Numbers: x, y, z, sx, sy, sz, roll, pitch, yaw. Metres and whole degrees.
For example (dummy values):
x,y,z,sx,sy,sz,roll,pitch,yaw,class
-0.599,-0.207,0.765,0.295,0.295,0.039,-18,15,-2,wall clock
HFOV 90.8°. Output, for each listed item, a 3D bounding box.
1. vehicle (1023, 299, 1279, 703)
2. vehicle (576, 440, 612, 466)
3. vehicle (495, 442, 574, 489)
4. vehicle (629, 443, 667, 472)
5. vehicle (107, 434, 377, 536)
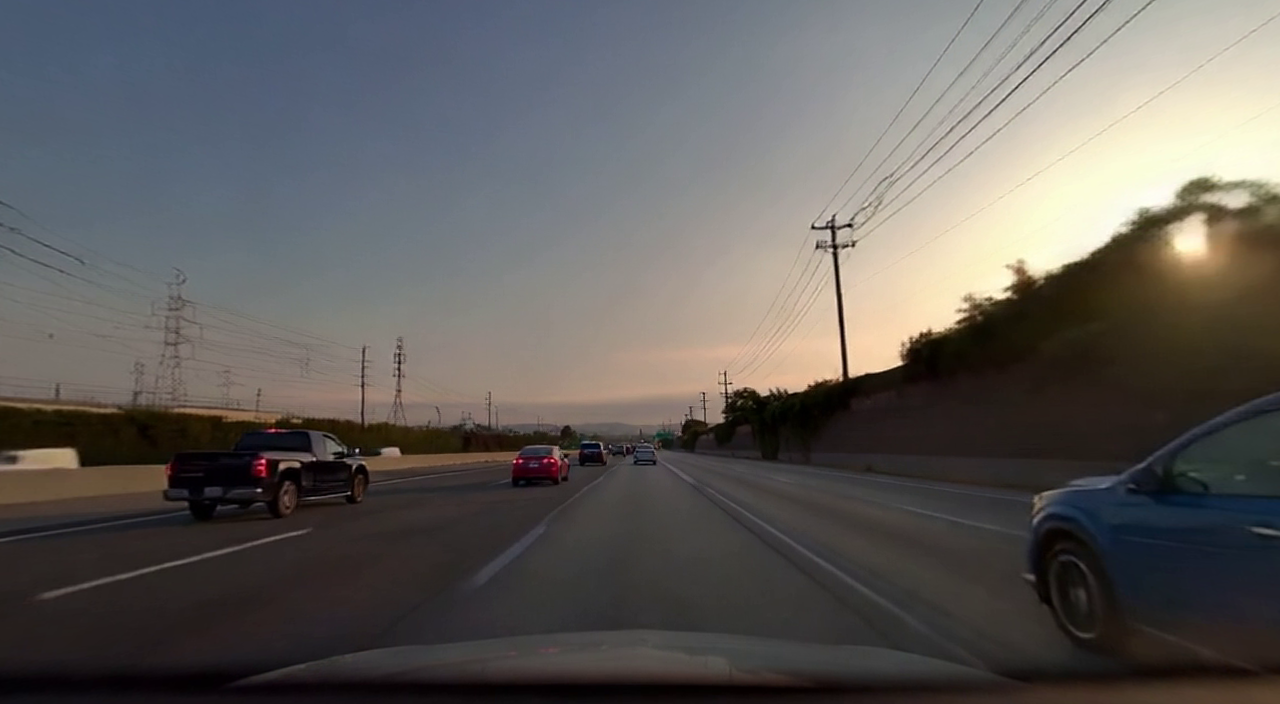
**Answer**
x,y,z,sx,sy,sz,roll,pitch,yaw,class
4.017,0.610,2.071,2.231,1.919,5.086,0,-8,-1,vehicle
-3.219,7.170,45.160,2.244,1.752,4.439,0,-8,1,vehicle
-3.499,3.836,21.686,1.938,1.444,4.206,0,-8,1,vehicle
0.455,5.895,35.542,2.030,1.471,4.115,0,-8,1,vehicle
-6.893,2.325,11.775,1.959,1.496,4.740,0,-8,0,vehicle
